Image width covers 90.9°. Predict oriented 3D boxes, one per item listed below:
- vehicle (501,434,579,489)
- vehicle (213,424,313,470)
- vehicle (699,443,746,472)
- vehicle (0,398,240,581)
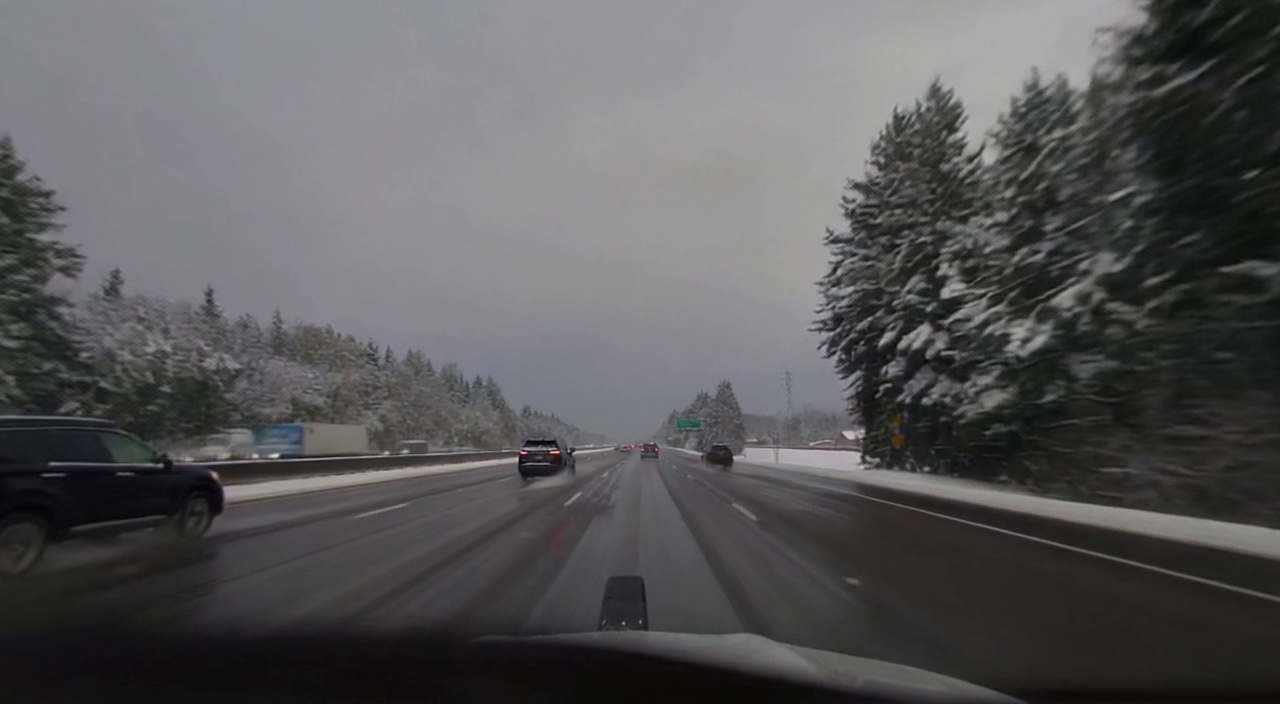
[{"bbox_3d":[-3.340,3.757,21.906,1.961,1.704,4.052,0,-8,1],"label":"vehicle"},{"bbox_3d":[-28.878,7.332,48.768,2.936,3.272,7.365,0,-8,1],"label":"vehicle"},{"bbox_3d":[4.523,5.858,35.203,1.964,1.479,4.252,0,-8,-1],"label":"vehicle"},{"bbox_3d":[-7.433,1.538,7.415,2.162,1.805,4.853,0,-8,1],"label":"vehicle"}]
